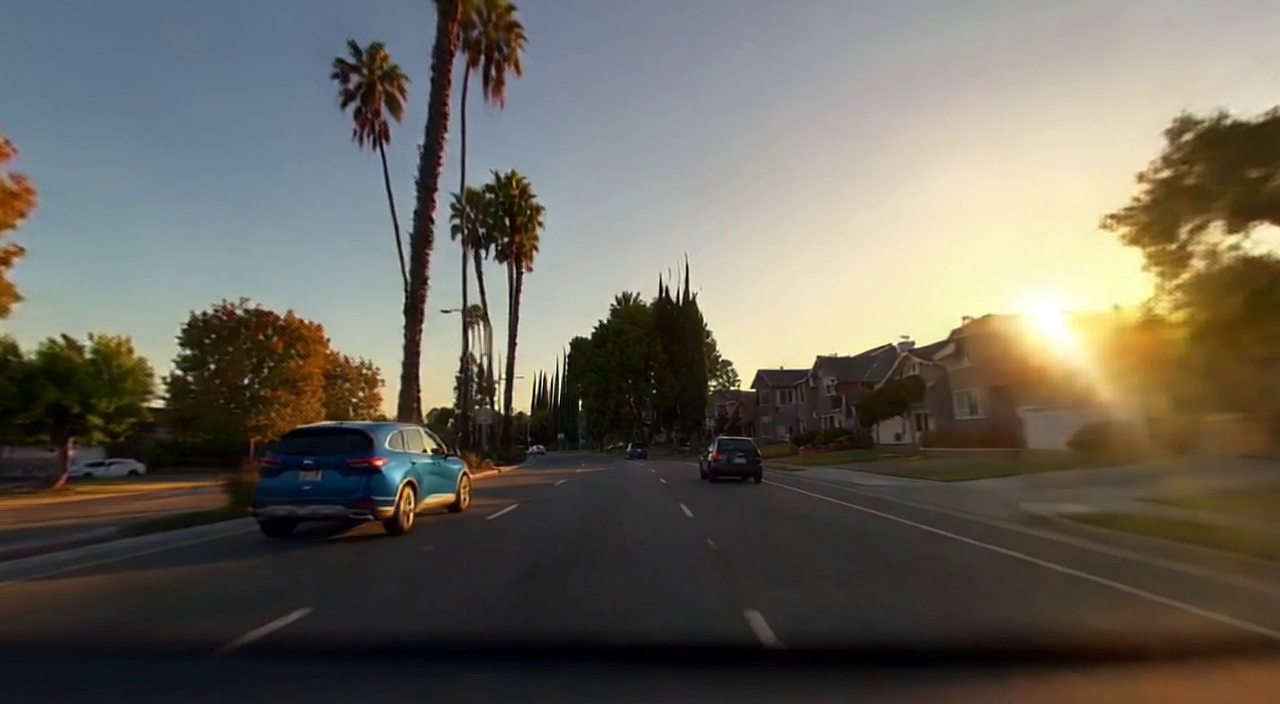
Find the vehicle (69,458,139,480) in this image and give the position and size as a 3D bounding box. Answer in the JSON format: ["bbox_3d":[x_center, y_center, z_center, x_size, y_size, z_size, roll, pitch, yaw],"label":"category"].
[{"bbox_3d":[-37.879,8.263,44.401,3.430,1.341,1.611,-1,-9,-2],"label":"vehicle"}]

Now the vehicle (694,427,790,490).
[{"bbox_3d":[3.194,3.468,20.737,2.195,1.804,4.658,0,-8,-3],"label":"vehicle"}]

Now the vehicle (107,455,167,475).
[{"bbox_3d":[-39.624,8.890,49.522,3.285,1.351,1.575,-1,-9,-8],"label":"vehicle"}]

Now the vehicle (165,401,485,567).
[{"bbox_3d":[-3.991,1.776,9.233,2.150,1.768,4.868,0,-8,0],"label":"vehicle"}]

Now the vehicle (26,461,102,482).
[{"bbox_3d":[-38.184,7.924,41.652,3.336,1.332,1.631,0,-8,0],"label":"vehicle"}]
